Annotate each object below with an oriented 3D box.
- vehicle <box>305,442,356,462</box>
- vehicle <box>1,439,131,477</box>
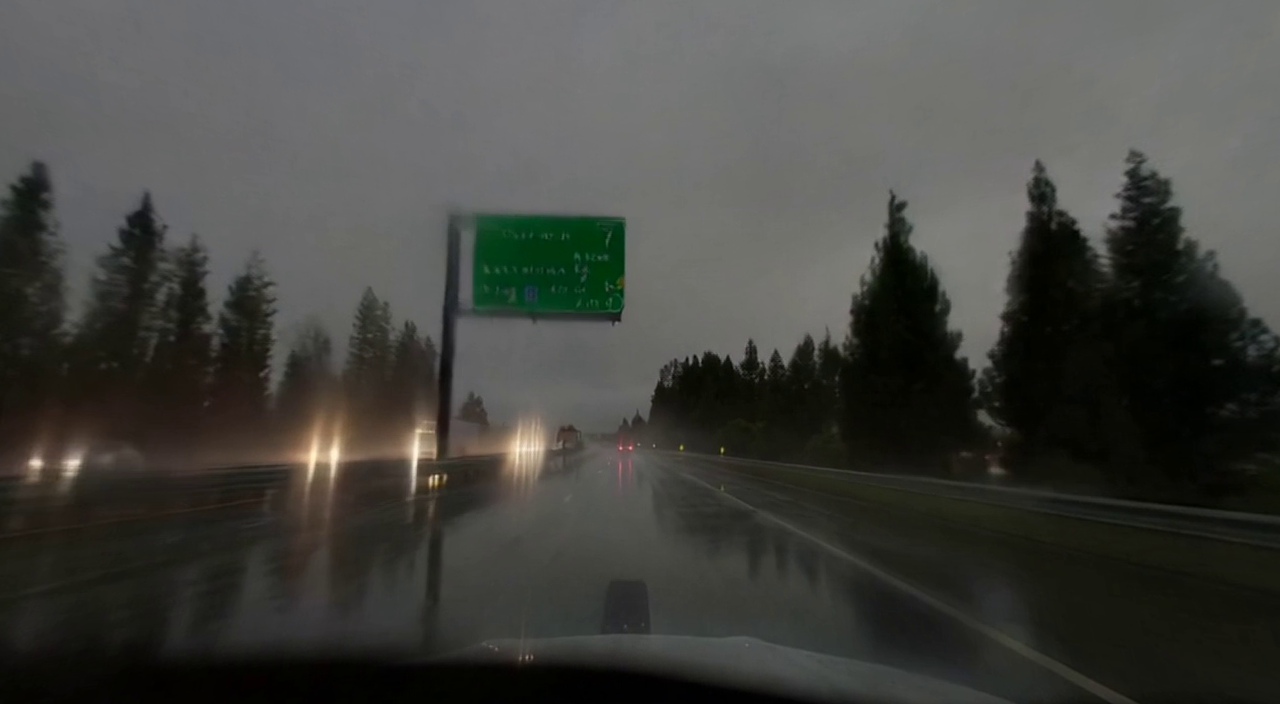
[{"bbox_3d":[-24.488,7.911,49.827,1.808,1.515,4.455,0,-8,-1],"label":"vehicle"},{"bbox_3d":[-24.095,4.449,26.560,1.763,1.487,3.926,0,-8,0],"label":"vehicle"}]
